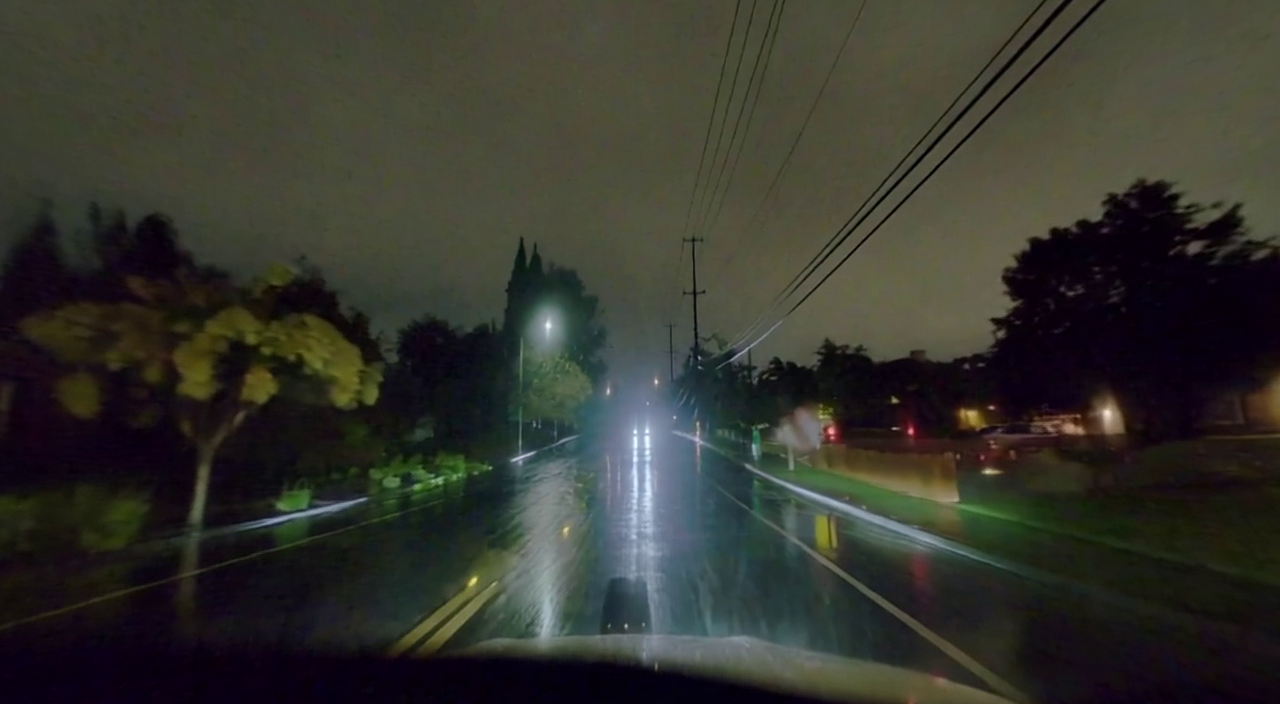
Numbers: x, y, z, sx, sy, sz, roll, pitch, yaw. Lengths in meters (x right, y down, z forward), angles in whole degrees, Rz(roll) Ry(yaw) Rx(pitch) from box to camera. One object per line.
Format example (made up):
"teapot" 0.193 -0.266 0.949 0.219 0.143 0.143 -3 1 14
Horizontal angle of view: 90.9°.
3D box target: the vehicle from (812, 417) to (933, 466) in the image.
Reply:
"vehicle" 10.582 4.159 28.767 4.707 1.794 2.303 -9 -14 29

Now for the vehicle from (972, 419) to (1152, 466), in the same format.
"vehicle" 15.044 3.318 22.923 5.046 1.548 2.174 -4 -9 24
